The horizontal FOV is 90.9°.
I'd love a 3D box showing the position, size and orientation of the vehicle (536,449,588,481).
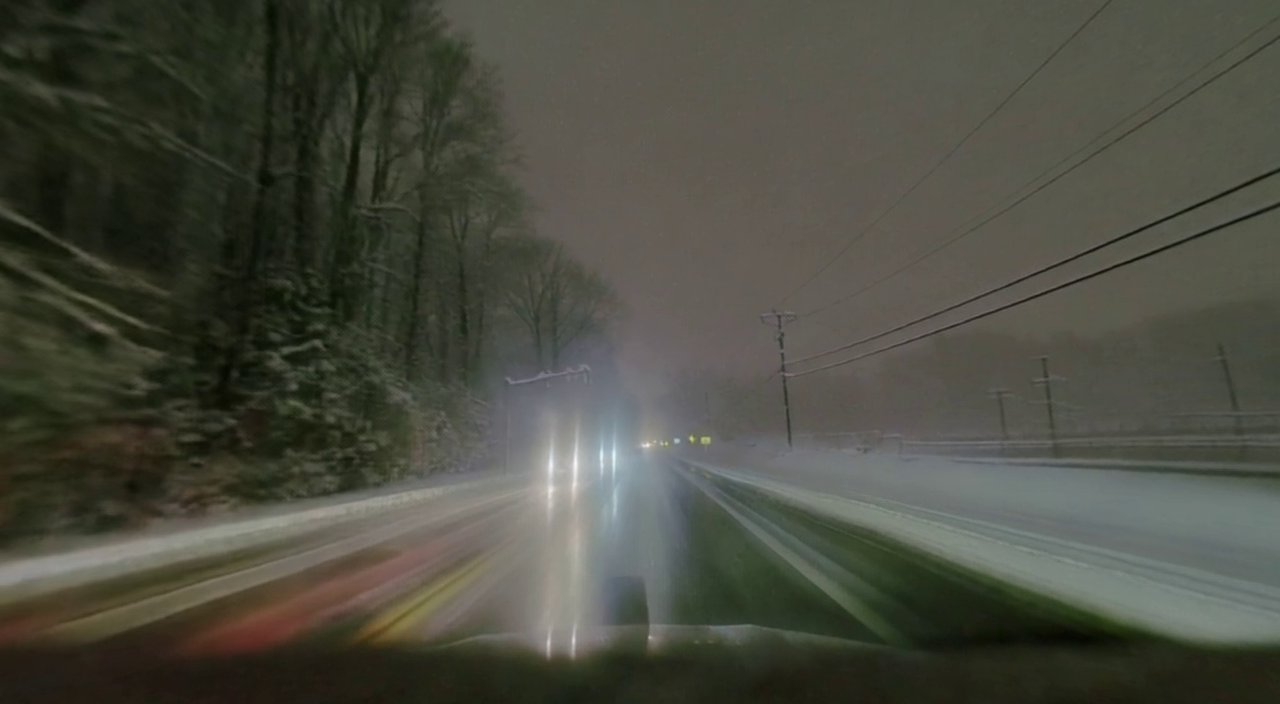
[{"bbox_3d":[-3.766,5.564,31.199,2.002,1.420,3.948,-1,-8,1],"label":"vehicle"}]
